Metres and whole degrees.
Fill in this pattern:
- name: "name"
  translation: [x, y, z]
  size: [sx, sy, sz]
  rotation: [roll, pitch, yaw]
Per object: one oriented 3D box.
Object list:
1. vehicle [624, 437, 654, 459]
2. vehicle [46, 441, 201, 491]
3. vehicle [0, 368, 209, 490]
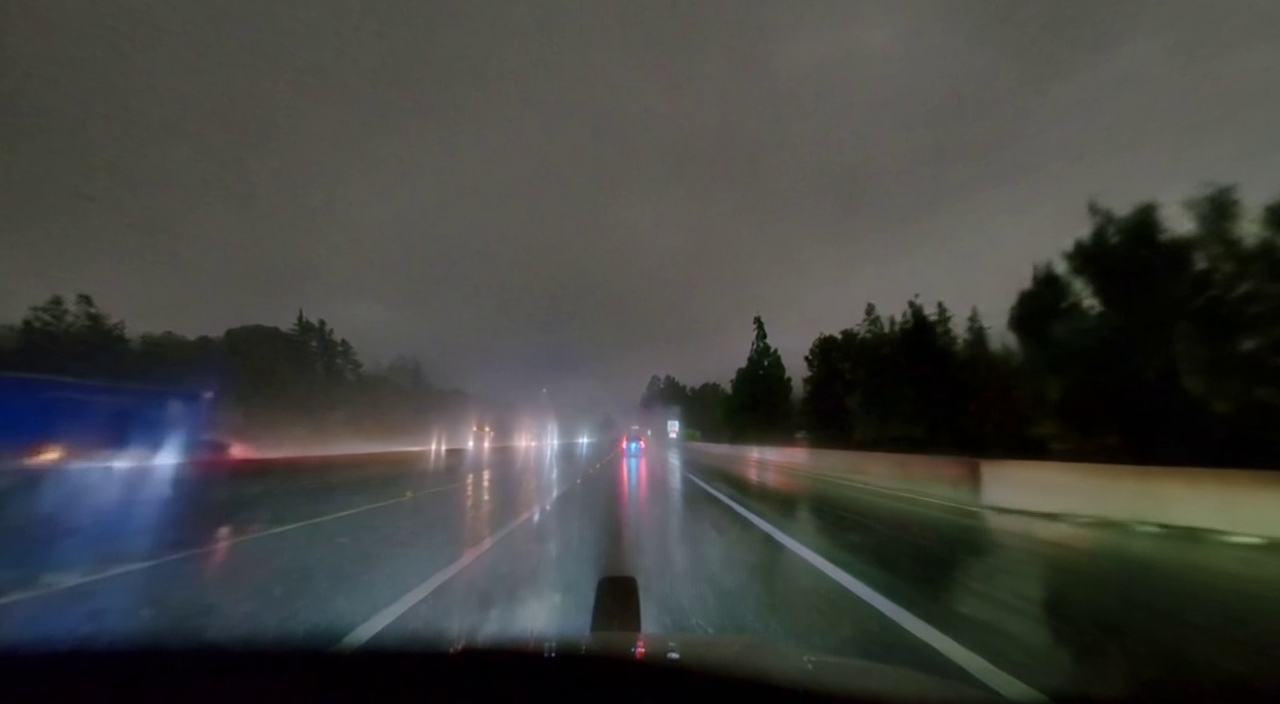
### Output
- name: "vehicle"
  translation: [-0.104, 6.763, 44.498]
  size: [2.028, 1.440, 3.690]
  rotation: [0, -8, -2]
- name: "vehicle"
  translation: [-16.377, 3.589, 20.240]
  size: [1.759, 1.446, 3.742]
  rotation: [0, -8, 0]
- name: "vehicle"
  translation: [-22.754, 3.027, 24.168]
  size: [2.903, 3.996, 13.840]
  rotation: [0, -8, -1]
